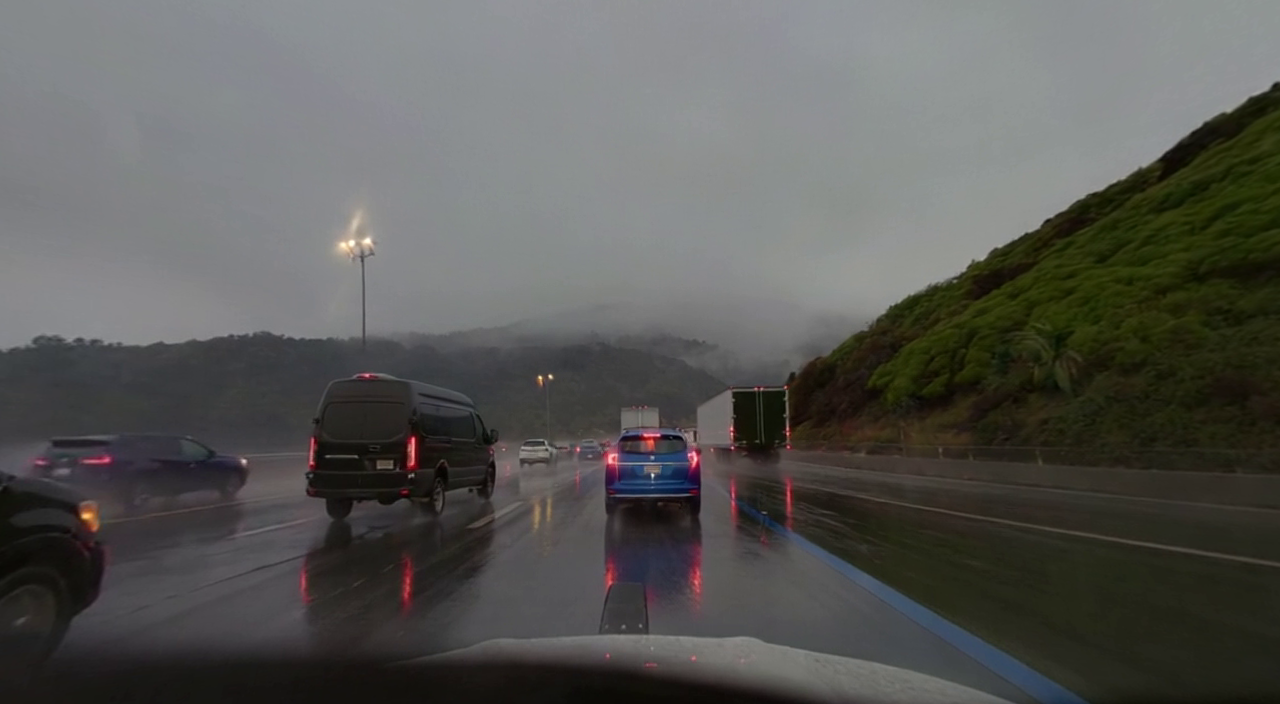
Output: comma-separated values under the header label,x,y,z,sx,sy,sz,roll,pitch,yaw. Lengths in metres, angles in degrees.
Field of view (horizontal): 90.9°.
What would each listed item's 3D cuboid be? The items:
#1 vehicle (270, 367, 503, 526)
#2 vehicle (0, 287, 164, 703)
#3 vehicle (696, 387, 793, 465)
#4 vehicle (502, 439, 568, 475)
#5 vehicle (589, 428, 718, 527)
label,x,y,z,sx,sy,sz,roll,pitch,yaw
vehicle,-4.649,1.913,12.933,2.300,2.522,5.701,0,-8,1
vehicle,-4.245,0.476,1.329,2.195,2.086,5.445,0,-8,0
vehicle,6.540,5.318,43.348,2.989,4.277,16.586,0,-8,-3
vehicle,-4.485,4.562,27.658,2.007,1.457,4.447,-1,-8,1
vehicle,0.174,2.249,11.838,2.003,1.499,3.930,0,-8,-1
